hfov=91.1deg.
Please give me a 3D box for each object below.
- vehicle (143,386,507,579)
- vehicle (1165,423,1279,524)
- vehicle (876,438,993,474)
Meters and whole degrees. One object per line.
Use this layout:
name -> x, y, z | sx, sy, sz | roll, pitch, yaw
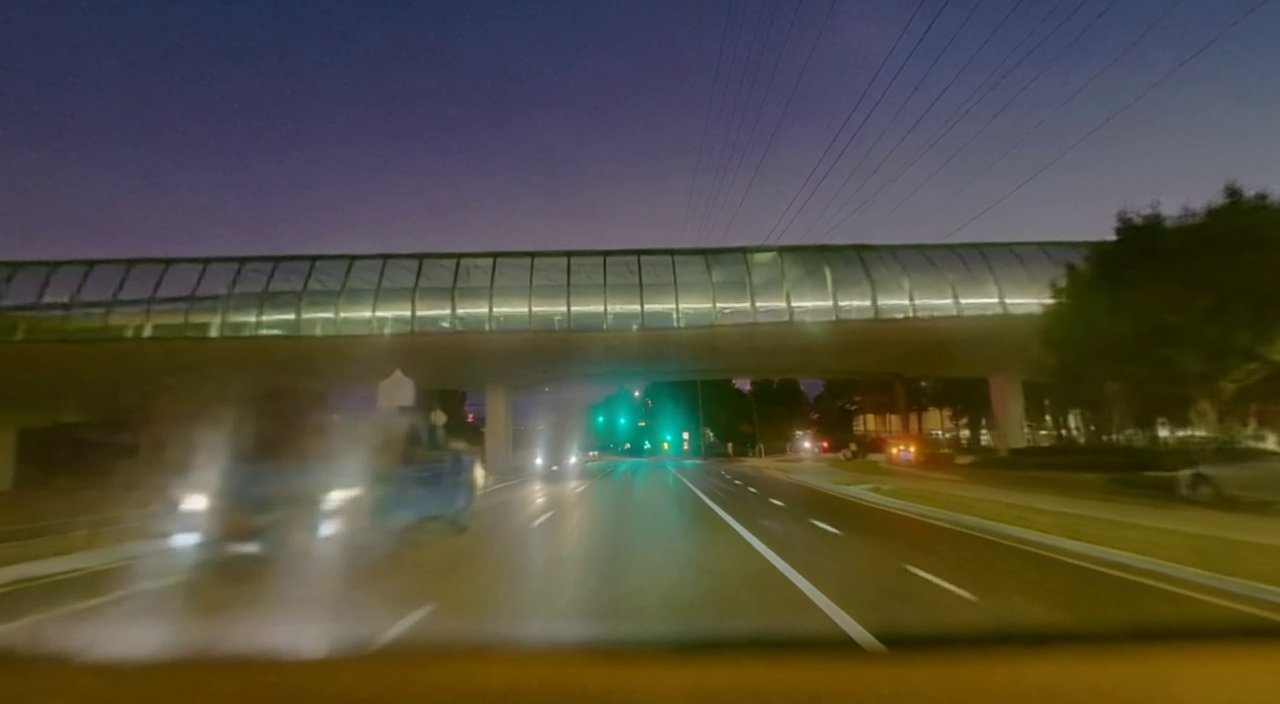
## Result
vehicle -> -3.975, 1.819, 9.649 | 2.468, 1.993, 5.840 | -1, -9, 1
vehicle -> 11.629, 1.961, 10.232 | 2.189, 1.510, 4.458 | -6, -8, 0
vehicle -> 14.398, 5.064, 30.970 | 2.078, 1.523, 4.760 | 2, -7, -34
